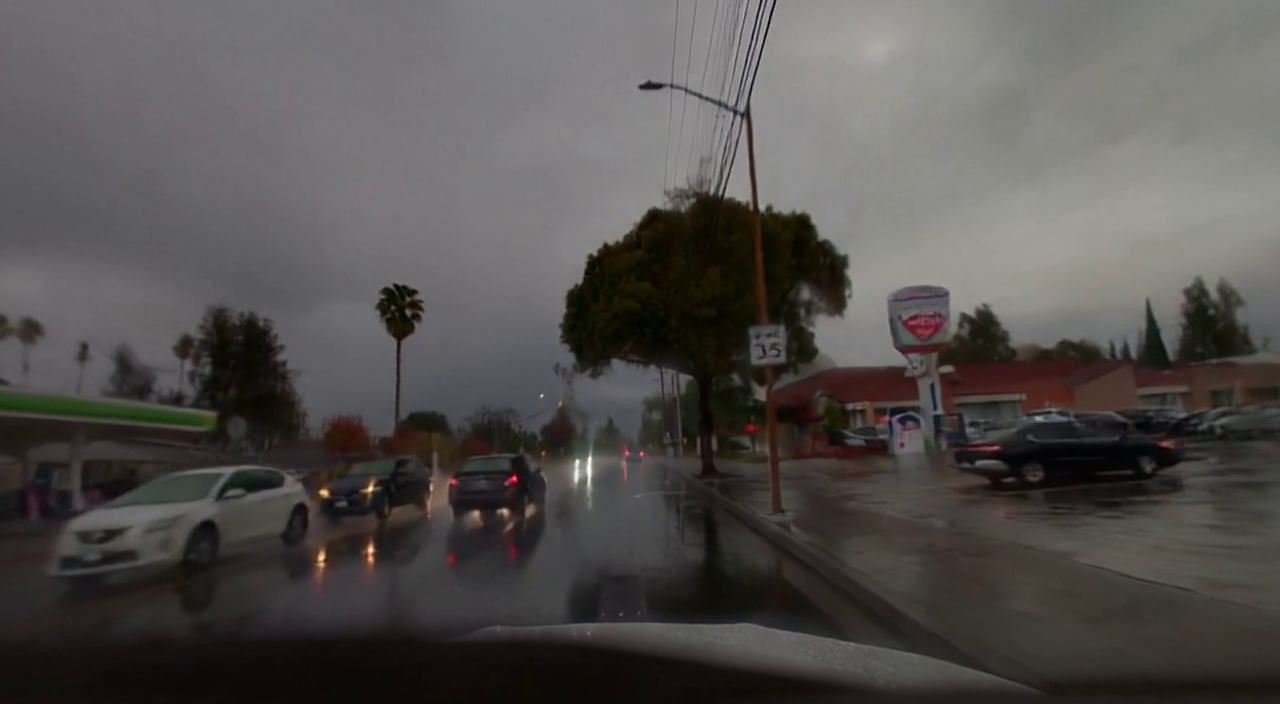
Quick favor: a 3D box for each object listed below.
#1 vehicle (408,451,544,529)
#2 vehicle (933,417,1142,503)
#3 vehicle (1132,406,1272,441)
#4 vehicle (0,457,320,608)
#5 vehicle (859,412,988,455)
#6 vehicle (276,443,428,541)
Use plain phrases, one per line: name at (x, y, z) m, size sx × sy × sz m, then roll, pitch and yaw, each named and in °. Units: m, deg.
vehicle at (-3.485, 2.996, 14.360) m, size 1.943 × 1.455 × 4.414 m, roll 0°, pitch -9°, yaw -1°
vehicle at (7.912, 2.098, 12.533) m, size 4.000 × 1.440 × 1.746 m, roll 5°, pitch -10°, yaw -30°
vehicle at (27.008, 3.529, 30.511) m, size 1.855 × 1.501 × 4.657 m, roll 6°, pitch -11°, yaw -37°
vehicle at (-6.699, 2.361, 9.216) m, size 1.863 × 1.506 × 4.597 m, roll -3°, pitch -9°, yaw -3°
vehicle at (13.903, 4.065, 31.311) m, size 5.266 × 2.021 × 2.329 m, roll -1°, pitch -9°, yaw 4°
vehicle at (-6.876, 3.282, 15.616) m, size 1.855 × 1.721 × 4.329 m, roll -10°, pitch -7°, yaw -5°
